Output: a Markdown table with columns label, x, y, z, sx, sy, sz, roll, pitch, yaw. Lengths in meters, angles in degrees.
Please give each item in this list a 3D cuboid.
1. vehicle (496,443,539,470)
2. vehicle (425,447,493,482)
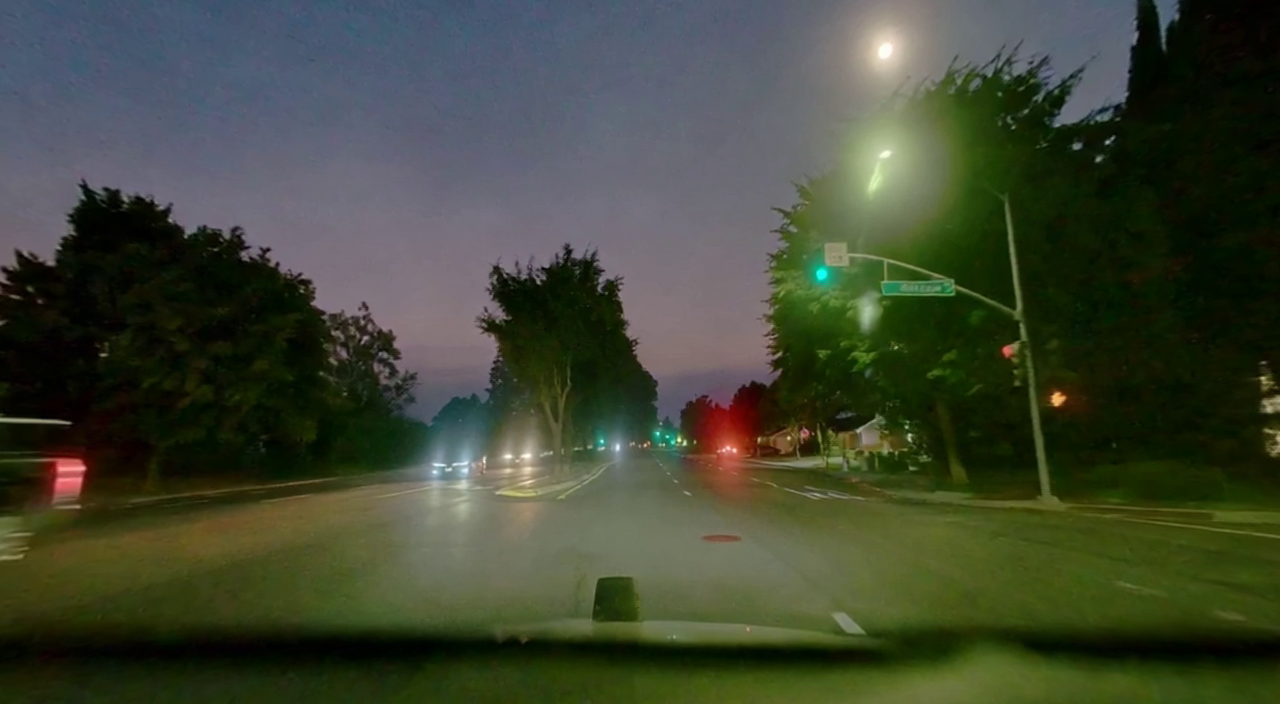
| label | x | y | z | sx | sy | sz | roll | pitch | yaw |
| --- | --- | --- | --- | --- | --- | --- | --- | --- | --- |
| vehicle | -8.502 | 7.297 | 44.064 | 2.118 | 1.733 | 4.372 | 0 | -9 | -1 |
| vehicle | -8.377 | 5.204 | 29.481 | 1.891 | 1.522 | 4.184 | 0 | -9 | 1 |
